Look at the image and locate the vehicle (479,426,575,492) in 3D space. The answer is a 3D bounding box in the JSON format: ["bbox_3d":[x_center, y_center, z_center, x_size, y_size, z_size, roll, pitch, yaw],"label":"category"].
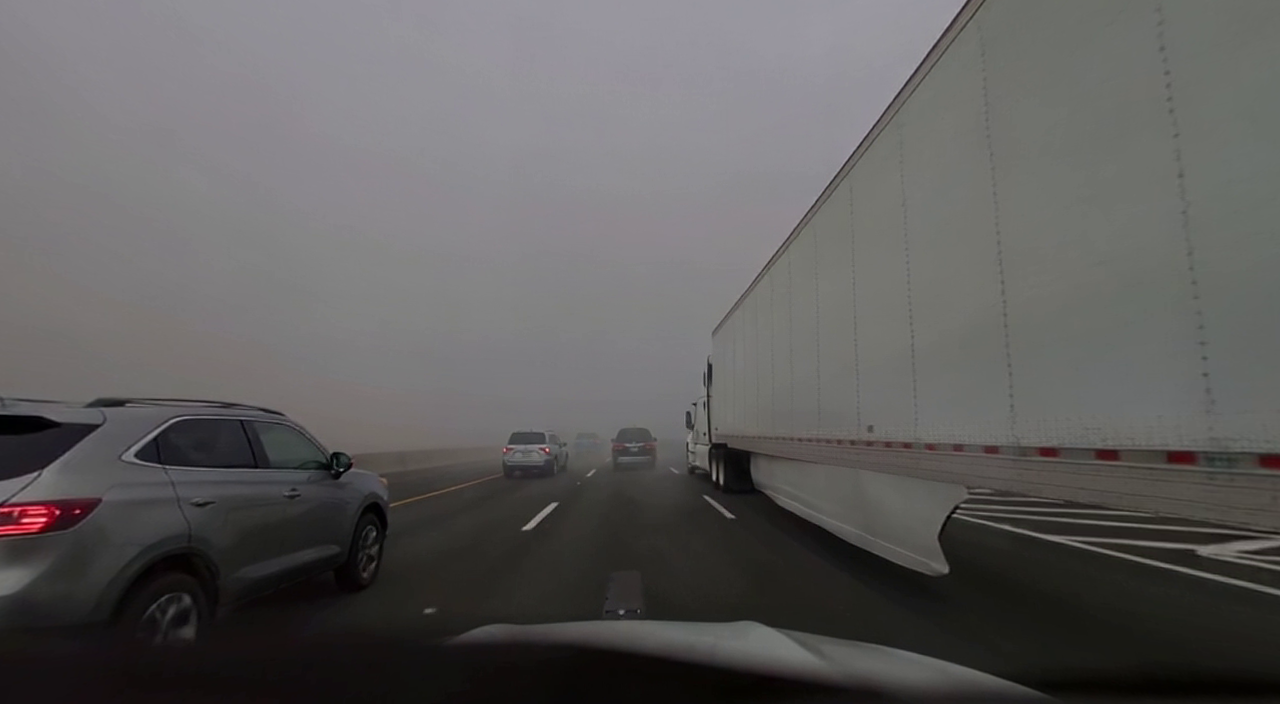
[{"bbox_3d":[-3.373,3.309,19.832,2.120,1.812,4.659,0,-8,0],"label":"vehicle"}]

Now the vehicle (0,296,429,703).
[{"bbox_3d":[-3.298,0.999,4.024,2.193,1.803,4.958,0,-8,0],"label":"vehicle"}]

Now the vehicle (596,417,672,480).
[{"bbox_3d":[-0.226,3.887,25.477,2.704,2.216,5.804,0,-8,0],"label":"vehicle"}]

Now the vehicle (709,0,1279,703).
[{"bbox_3d":[3.481,0.644,9.647,2.852,4.121,16.210,0,-8,-1],"label":"vehicle"}]
